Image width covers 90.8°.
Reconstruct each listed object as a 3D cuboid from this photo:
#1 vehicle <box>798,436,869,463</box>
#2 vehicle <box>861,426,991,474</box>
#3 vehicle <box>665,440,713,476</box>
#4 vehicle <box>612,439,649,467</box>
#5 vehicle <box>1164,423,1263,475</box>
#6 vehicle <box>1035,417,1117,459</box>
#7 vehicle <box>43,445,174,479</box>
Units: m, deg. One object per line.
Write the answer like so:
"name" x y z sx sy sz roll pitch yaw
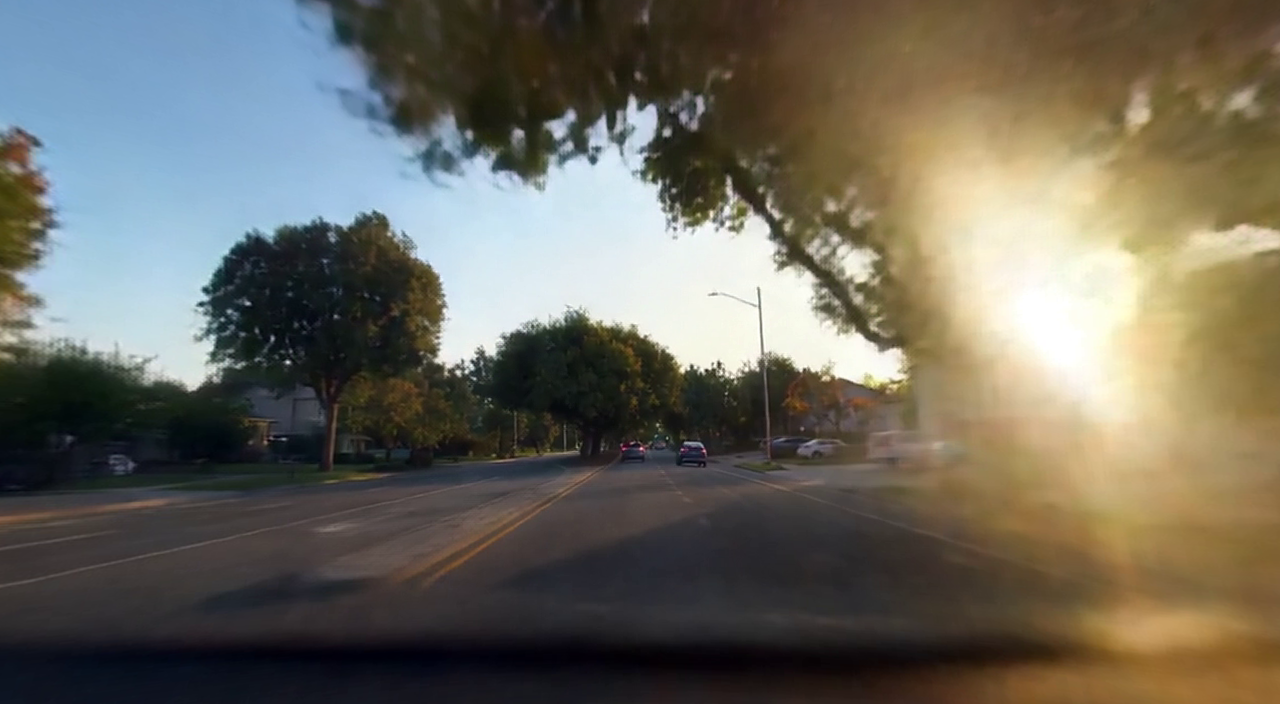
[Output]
"vehicle" 11.231 5.671 36.781 3.486 1.431 1.799 -8 -12 44
"vehicle" 11.191 3.879 24.956 2.047 1.682 4.074 8 -12 -40
"vehicle" 2.351 5.238 31.453 2.003 1.614 4.072 0 -8 -1
"vehicle" -0.697 7.154 45.052 2.488 1.881 4.814 0 -8 -1
"vehicle" 18.380 3.069 20.164 4.940 1.445 1.885 8 -12 -44
"vehicle" 18.637 3.697 26.922 1.996 1.607 4.492 -8 -12 44
"vehicle" -33.569 6.921 40.187 5.899 1.996 2.367 5 -10 -29
